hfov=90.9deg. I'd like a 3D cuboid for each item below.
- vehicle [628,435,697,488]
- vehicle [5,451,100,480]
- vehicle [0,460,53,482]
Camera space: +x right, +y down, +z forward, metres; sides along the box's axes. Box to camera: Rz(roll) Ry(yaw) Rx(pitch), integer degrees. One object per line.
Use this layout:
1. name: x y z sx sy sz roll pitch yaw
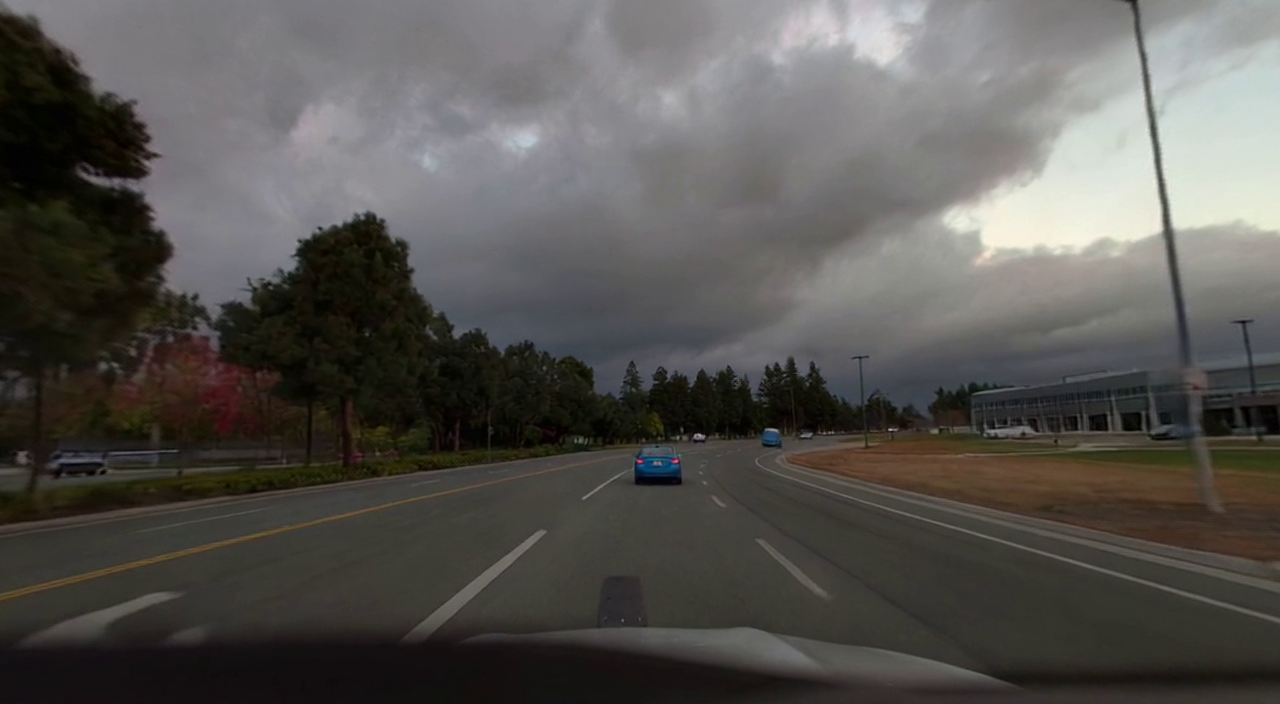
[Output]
1. vehicle: 0.762 3.478 20.280 2.010 1.535 3.735 -1 -8 3
2. vehicle: -45.326 8.739 48.716 5.621 1.823 2.130 -4 -8 6
3. vehicle: -45.499 8.639 45.841 3.873 1.441 1.848 -1 -8 5
